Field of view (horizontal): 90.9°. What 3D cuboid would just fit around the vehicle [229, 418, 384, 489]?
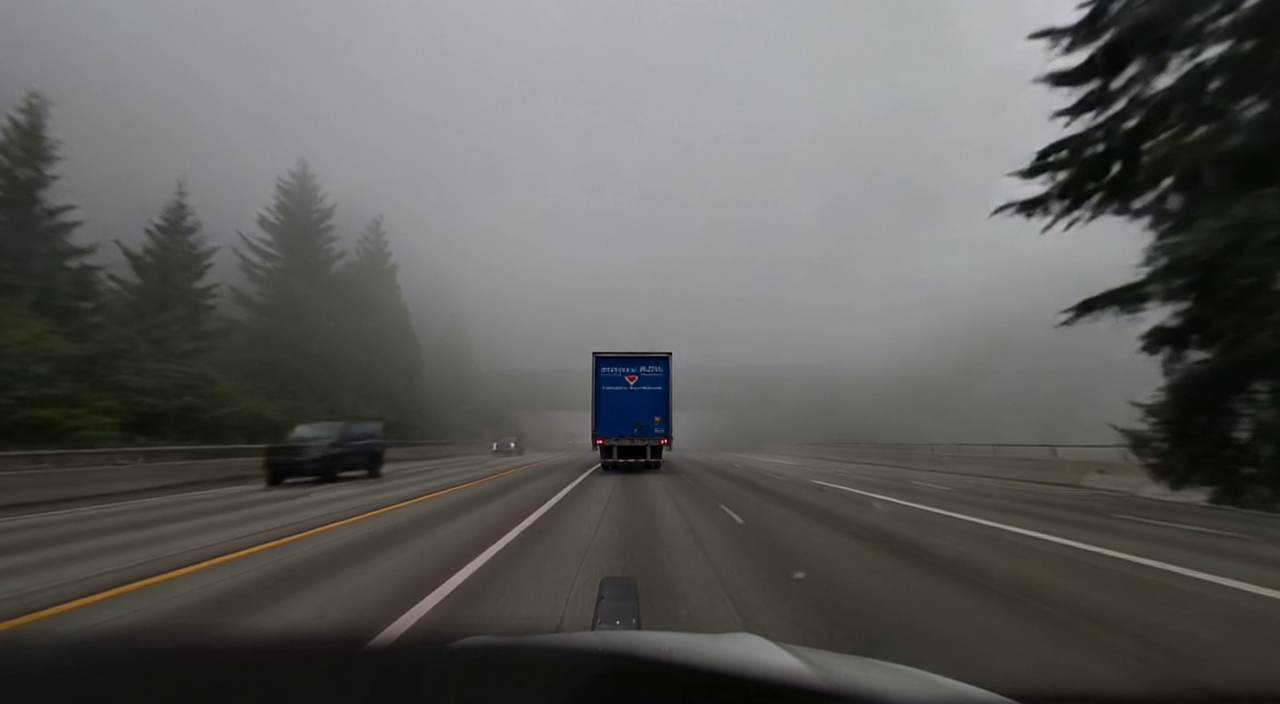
[{"bbox_3d":[-8.847,2.718,17.200,2.043,1.672,4.101,0,-8,-1],"label":"vehicle"}]

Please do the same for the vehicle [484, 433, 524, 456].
[{"bbox_3d":[-9.204,6.301,42.911,1.872,1.461,3.966,-1,-8,0],"label":"vehicle"}]

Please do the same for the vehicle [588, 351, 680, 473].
[{"bbox_3d":[-0.419,2.566,25.139,2.895,3.861,10.213,0,-8,-3],"label":"vehicle"}]
